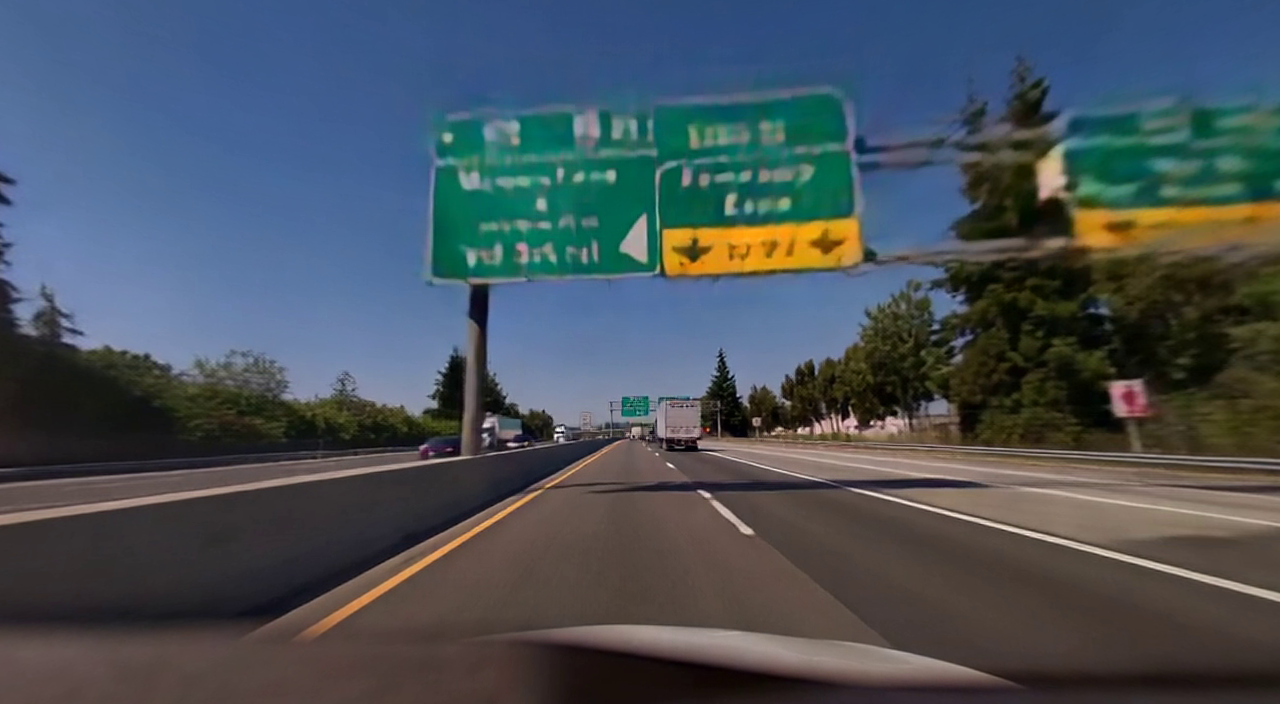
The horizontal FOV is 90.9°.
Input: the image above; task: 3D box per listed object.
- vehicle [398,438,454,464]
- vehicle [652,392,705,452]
[{"bbox_3d":[-12.688,5.861,37.674,1.853,1.464,4.057,0,-8,1],"label":"vehicle"},{"bbox_3d":[2.660,5.555,48.650,2.954,3.995,13.335,0,-8,-1],"label":"vehicle"}]
